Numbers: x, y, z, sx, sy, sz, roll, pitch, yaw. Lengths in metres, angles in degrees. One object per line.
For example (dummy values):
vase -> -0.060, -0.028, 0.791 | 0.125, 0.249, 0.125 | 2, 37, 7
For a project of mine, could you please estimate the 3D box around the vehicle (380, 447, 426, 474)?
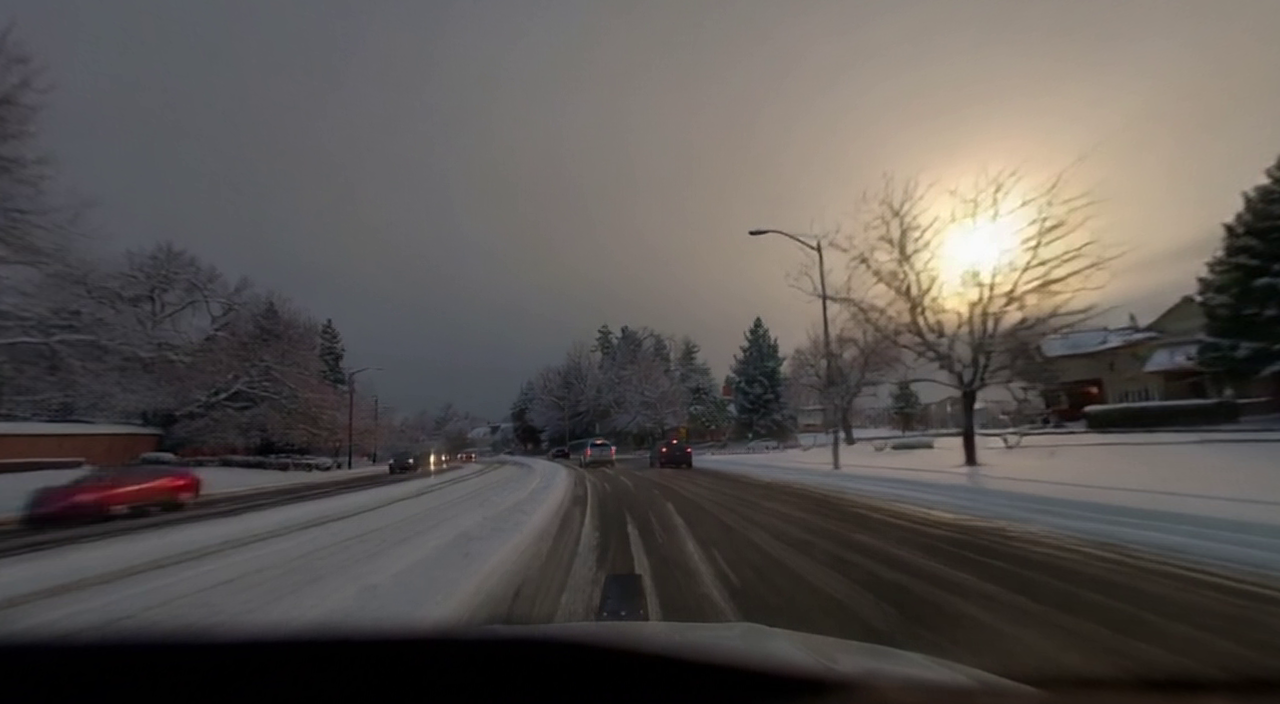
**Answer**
vehicle -> -17.232, 7.856, 45.837 | 2.162, 1.848, 5.214 | 1, -9, -10

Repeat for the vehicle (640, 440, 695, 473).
vehicle -> 1.302, 5.319, 32.197 | 1.915, 1.495, 4.880 | 1, -9, -8

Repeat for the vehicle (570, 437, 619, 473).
vehicle -> -2.496, 5.435, 33.307 | 2.165, 1.783, 4.391 | 1, -9, -10

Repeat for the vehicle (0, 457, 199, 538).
vehicle -> -13.022, 3.295, 14.850 | 1.924, 1.481, 4.727 | 0, -9, -3
